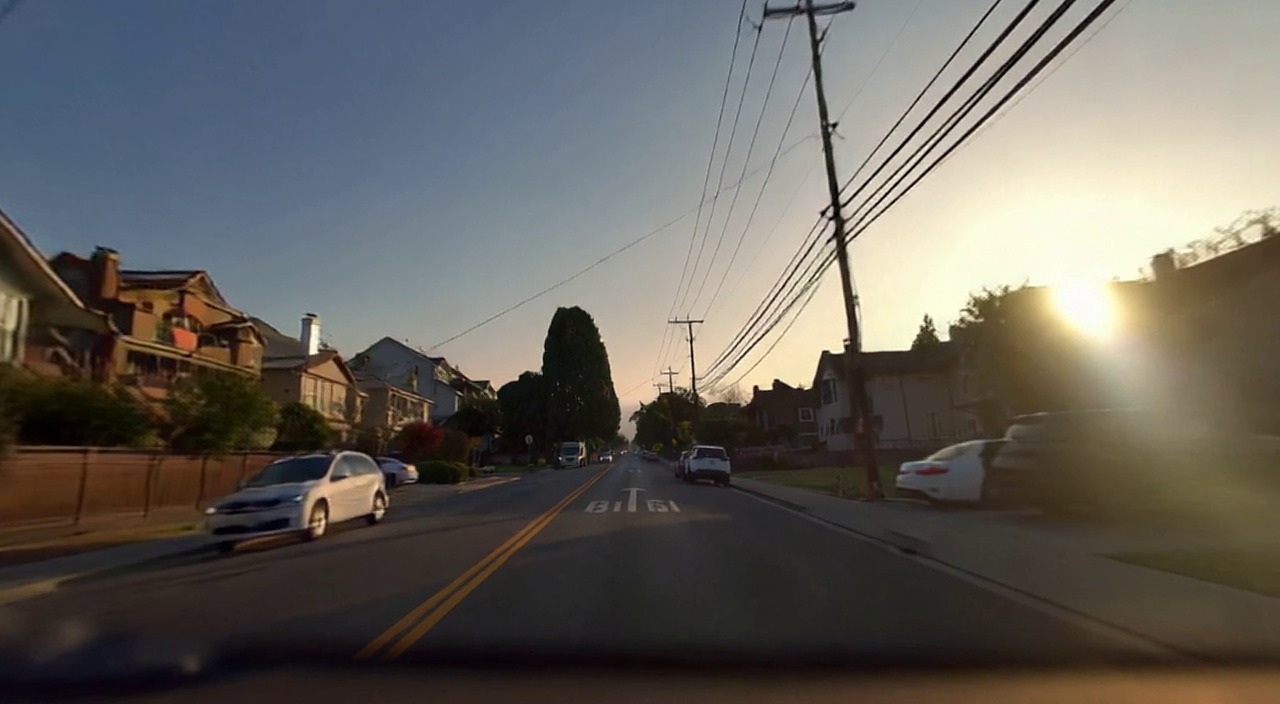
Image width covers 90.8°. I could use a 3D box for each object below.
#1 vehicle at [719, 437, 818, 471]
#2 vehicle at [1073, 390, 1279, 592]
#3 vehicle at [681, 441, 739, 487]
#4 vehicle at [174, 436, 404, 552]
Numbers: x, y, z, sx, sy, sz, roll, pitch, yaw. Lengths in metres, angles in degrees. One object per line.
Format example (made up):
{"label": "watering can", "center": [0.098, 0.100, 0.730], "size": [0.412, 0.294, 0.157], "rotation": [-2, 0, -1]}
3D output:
{"label": "vehicle", "center": [7.422, 5.959, 36.983], "size": [5.288, 1.871, 2.148], "rotation": [0, -8, 0]}
{"label": "vehicle", "center": [6.912, 1.113, 5.209], "size": [2.764, 1.753, 5.704], "rotation": [-3, -7, 2]}
{"label": "vehicle", "center": [2.850, 4.678, 26.686], "size": [1.945, 1.792, 3.903], "rotation": [0, -8, -1]}
{"label": "vehicle", "center": [-6.488, 2.668, 12.463], "size": [2.056, 1.741, 4.532], "rotation": [-2, -10, -2]}
